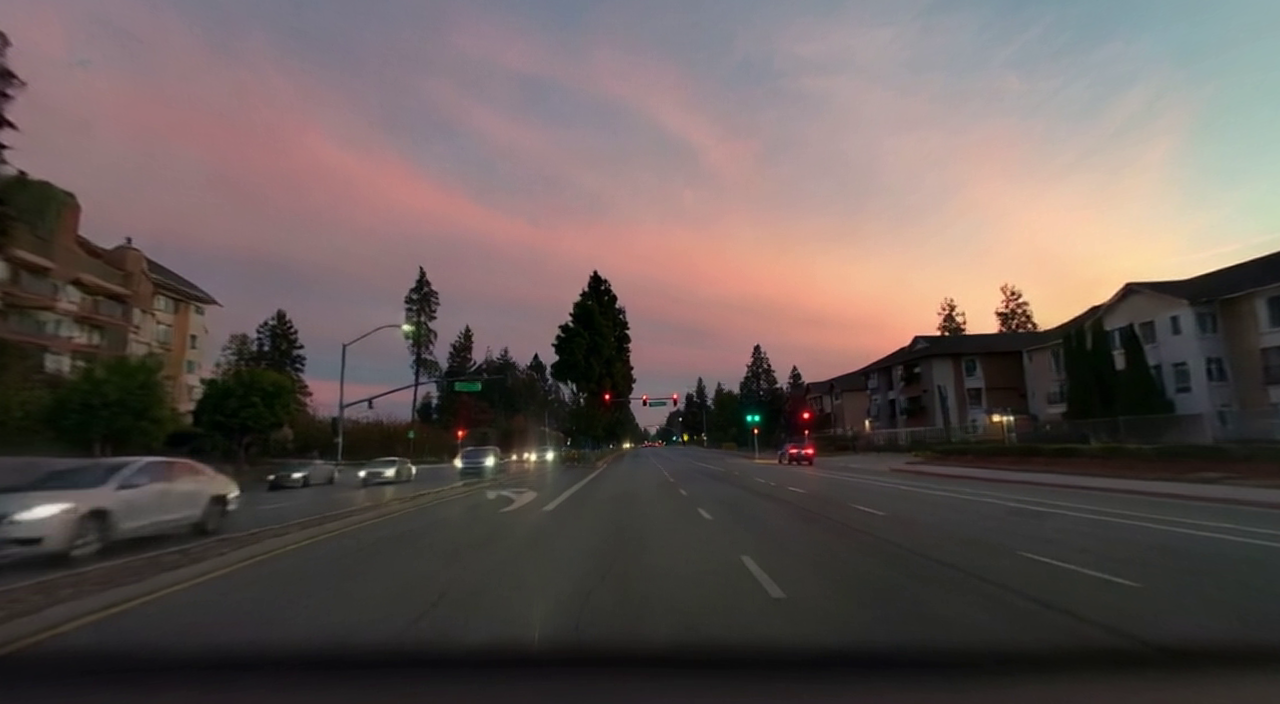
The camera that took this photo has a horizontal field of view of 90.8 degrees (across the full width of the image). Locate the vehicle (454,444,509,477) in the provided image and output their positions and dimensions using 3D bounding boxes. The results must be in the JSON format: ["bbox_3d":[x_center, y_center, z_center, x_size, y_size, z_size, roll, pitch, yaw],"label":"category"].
[{"bbox_3d":[-8.939,6.161,36.095,2.035,1.711,4.463,0,-9,-1],"label":"vehicle"}]

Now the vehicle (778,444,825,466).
[{"bbox_3d":[11.469,7.363,45.164,1.955,1.455,4.727,0,-9,-2],"label":"vehicle"}]

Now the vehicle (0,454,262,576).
[{"bbox_3d":[-8.515,2.399,10.162,2.140,1.460,4.449,0,-9,-1],"label":"vehicle"}]

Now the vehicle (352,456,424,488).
[{"bbox_3d":[-11.830,5.622,29.927,1.880,1.344,3.782,0,-8,-1],"label":"vehicle"}]

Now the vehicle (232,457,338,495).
[{"bbox_3d":[-15.451,5.390,27.845,1.989,1.460,4.711,0,-9,-1],"label":"vehicle"}]
